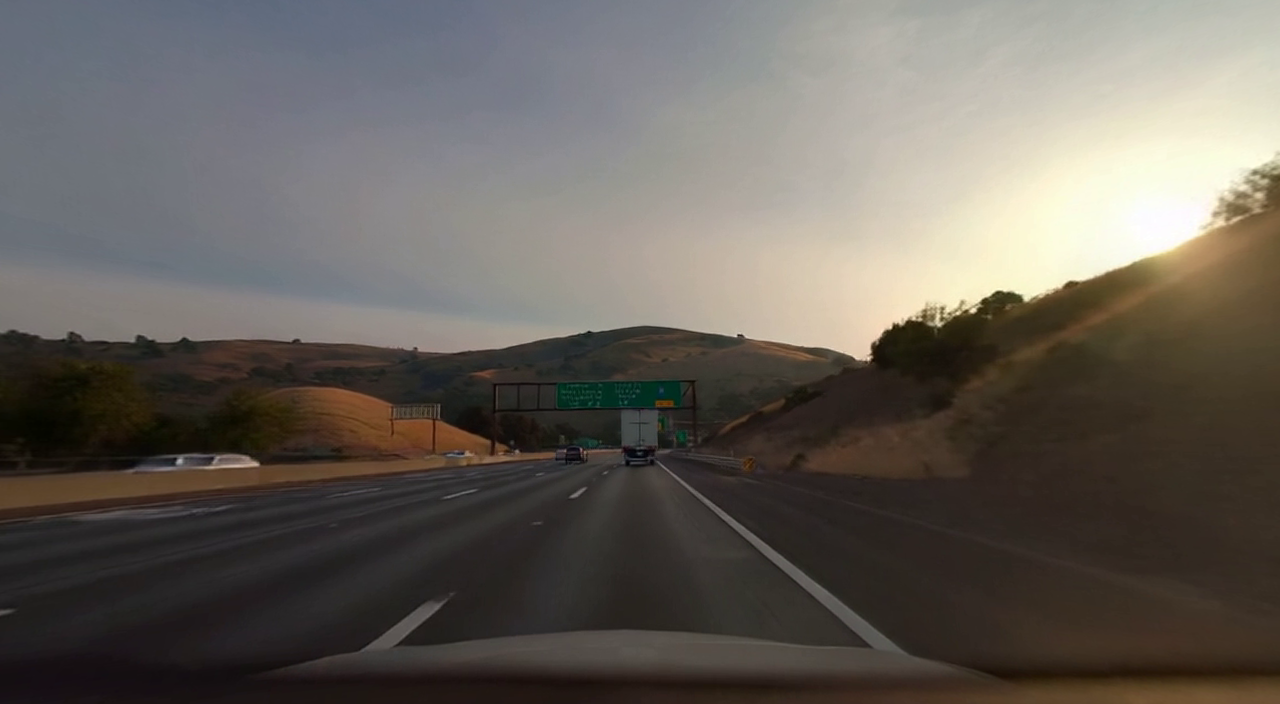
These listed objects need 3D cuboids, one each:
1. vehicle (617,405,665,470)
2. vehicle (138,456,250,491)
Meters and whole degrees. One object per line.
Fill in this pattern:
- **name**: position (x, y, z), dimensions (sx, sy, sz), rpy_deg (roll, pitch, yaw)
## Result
- **vehicle**: position (0.195, 6.333, 46.174), dimensions (3.039, 4.131, 11.822), rpy_deg (0, -9, 1)
- **vehicle**: position (-21.688, 5.883, 30.906), dimensions (1.948, 1.496, 4.780), rpy_deg (0, -9, 1)
